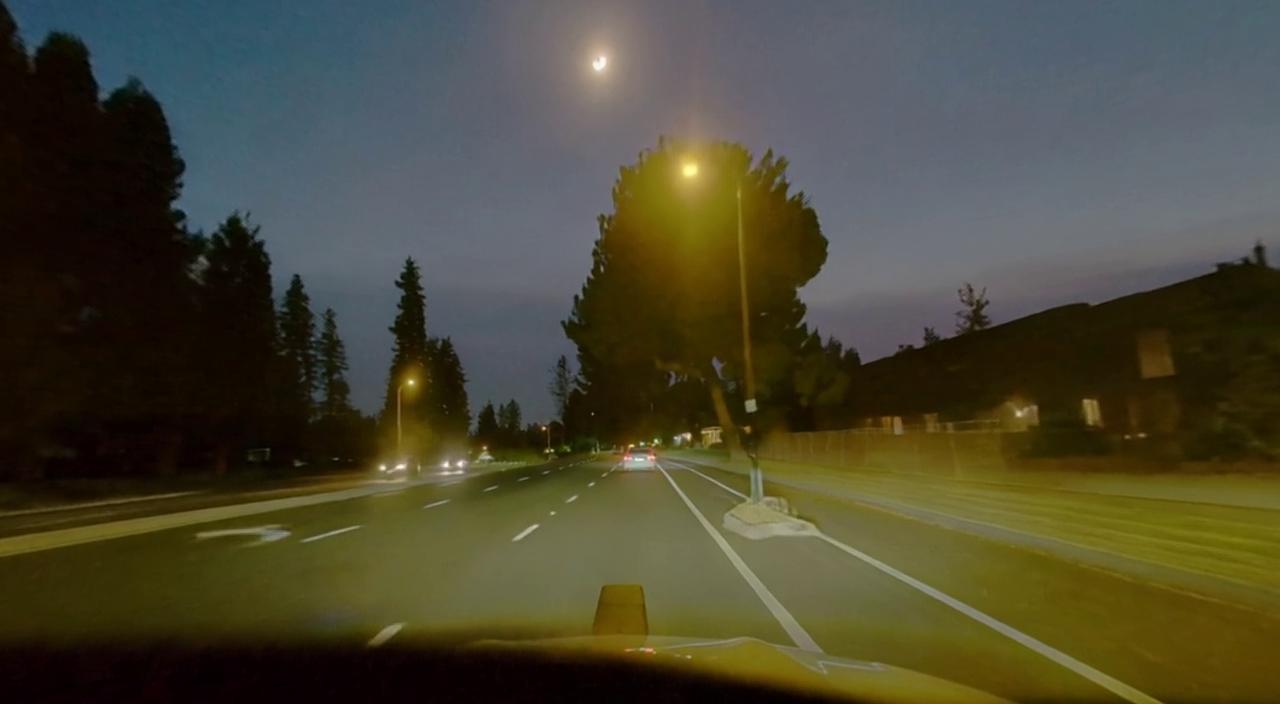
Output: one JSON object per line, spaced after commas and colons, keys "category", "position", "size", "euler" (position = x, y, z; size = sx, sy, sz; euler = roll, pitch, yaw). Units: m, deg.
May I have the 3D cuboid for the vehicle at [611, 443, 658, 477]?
{"category": "vehicle", "position": [-0.224, 4.947, 29.082], "size": [2.009, 1.456, 4.003], "euler": [0, -8, 1]}

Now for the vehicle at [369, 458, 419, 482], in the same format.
{"category": "vehicle", "position": [-17.220, 8.255, 44.327], "size": [1.824, 1.471, 4.117], "euler": [0, -8, 0]}
